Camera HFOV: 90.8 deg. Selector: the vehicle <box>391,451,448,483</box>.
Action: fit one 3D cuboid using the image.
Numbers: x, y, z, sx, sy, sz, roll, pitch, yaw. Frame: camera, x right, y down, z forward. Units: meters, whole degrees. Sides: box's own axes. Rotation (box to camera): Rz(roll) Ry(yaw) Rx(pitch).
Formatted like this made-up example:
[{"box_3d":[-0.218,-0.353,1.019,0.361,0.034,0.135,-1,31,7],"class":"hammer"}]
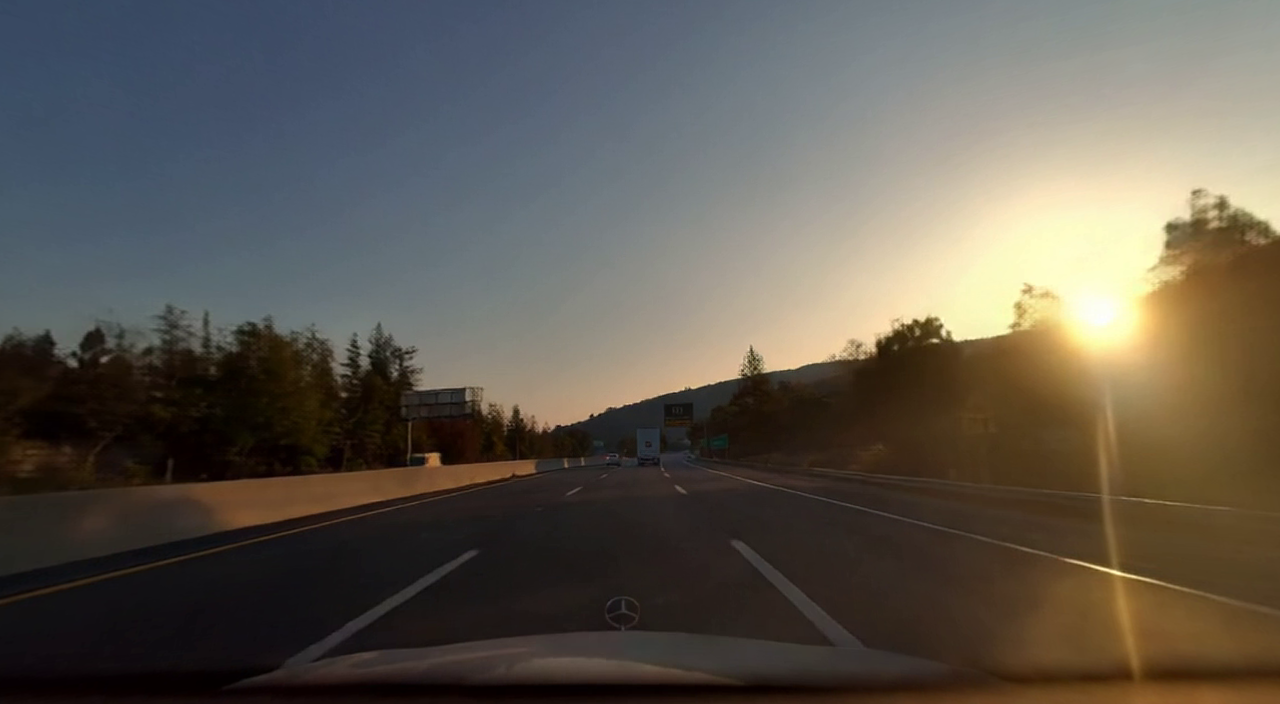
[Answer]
[{"box_3d":[-16.467,8.574,47.462,2.377,2.202,5.348,0,-9,0],"class":"vehicle"}]
